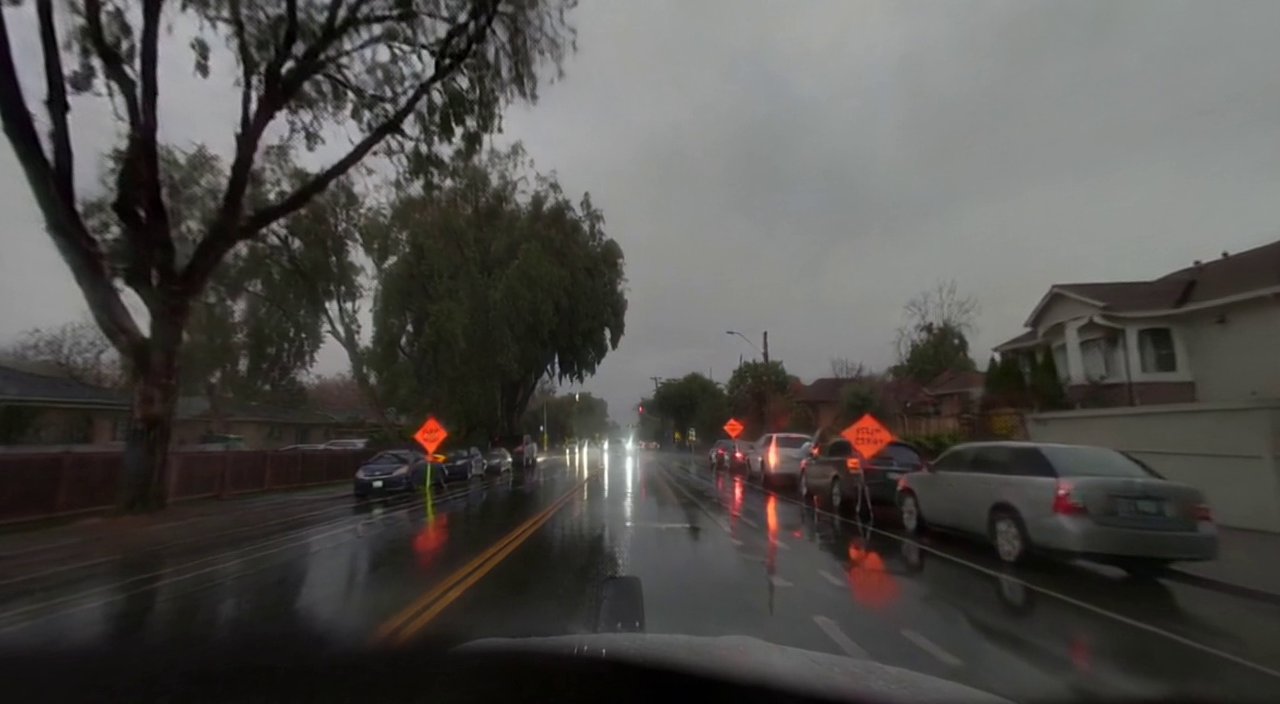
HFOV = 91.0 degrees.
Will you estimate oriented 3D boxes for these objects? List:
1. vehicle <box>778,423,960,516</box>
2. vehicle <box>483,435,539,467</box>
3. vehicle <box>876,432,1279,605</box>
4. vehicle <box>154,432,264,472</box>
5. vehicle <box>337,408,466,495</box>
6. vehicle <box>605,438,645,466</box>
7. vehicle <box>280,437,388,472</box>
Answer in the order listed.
[{"bbox_3d":[4.769,2.546,14.107,2.225,1.715,4.755,0,-9,-1],"label":"vehicle"},{"bbox_3d":[-8.761,6.828,43.514,2.659,2.047,6.014,0,-9,-1],"label":"vehicle"},{"bbox_3d":[4.719,1.762,7.664,1.912,1.463,4.477,0,-9,0],"label":"vehicle"},{"bbox_3d":[-23.552,5.465,34.518,4.491,2.031,2.045,-1,-8,0],"label":"vehicle"},{"bbox_3d":[-7.907,3.347,21.436,2.526,2.631,4.228,0,-9,2],"label":"vehicle"},{"bbox_3d":[-0.802,5.688,36.003,2.151,1.481,4.084,0,-9,0],"label":"vehicle"},{"bbox_3d":[-16.527,5.538,34.177,4.779,1.823,1.964,0,-9,0],"label":"vehicle"}]
